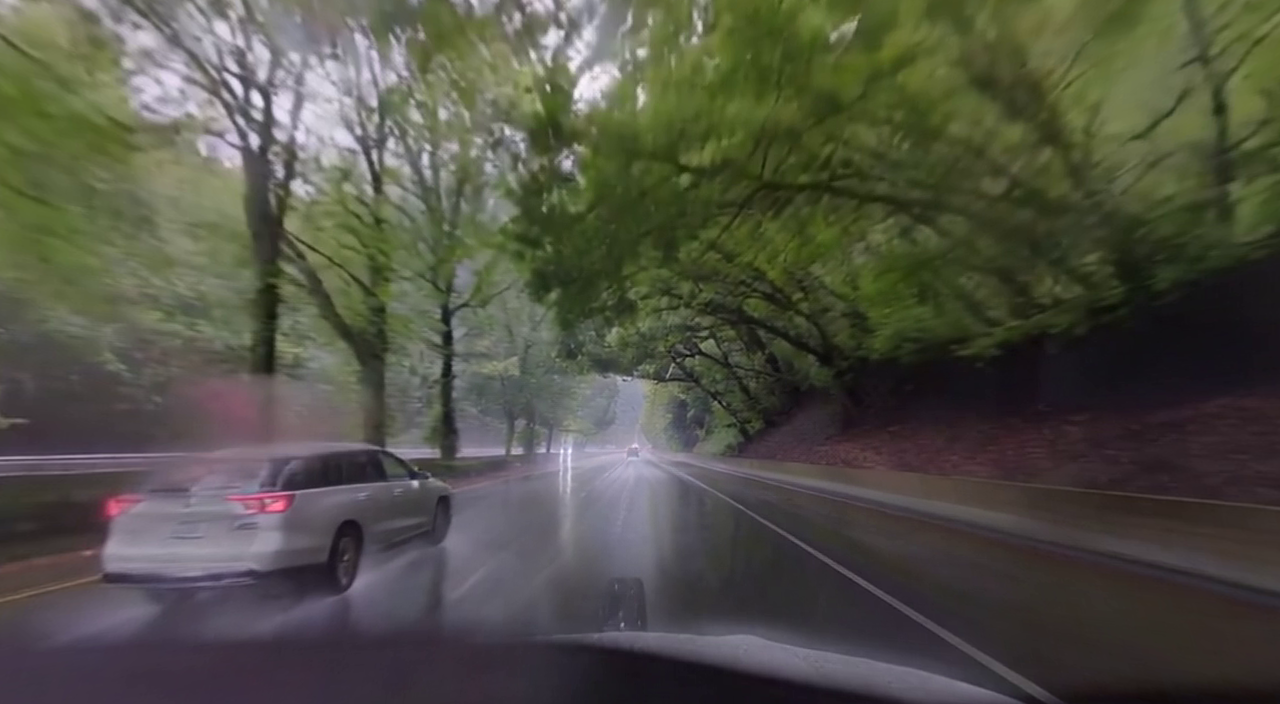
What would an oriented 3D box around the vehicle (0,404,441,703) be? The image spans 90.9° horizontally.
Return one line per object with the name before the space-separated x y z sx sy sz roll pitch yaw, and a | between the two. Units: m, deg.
vehicle | -3.318 1.338 5.061 1.977 1.520 4.361 0 -9 0
